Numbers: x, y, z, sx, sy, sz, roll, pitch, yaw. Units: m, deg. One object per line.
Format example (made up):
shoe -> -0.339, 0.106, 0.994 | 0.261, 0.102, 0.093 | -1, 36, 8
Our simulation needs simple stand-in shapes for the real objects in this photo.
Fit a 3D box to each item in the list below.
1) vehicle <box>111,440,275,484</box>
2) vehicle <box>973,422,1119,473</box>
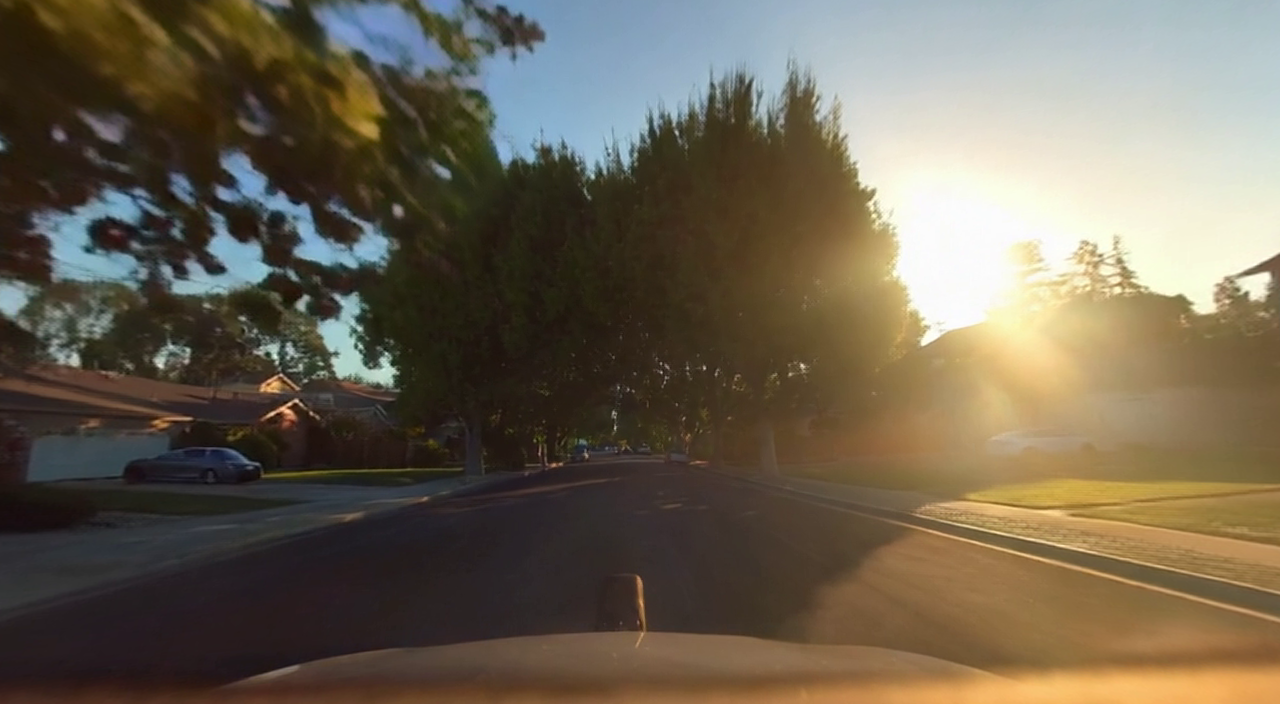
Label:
vehicle -> -16.032, 3.970, 22.768 | 4.351, 1.474, 2.015 | 0, -9, -2
vehicle -> 15.129, 3.558, 23.523 | 4.468, 1.728, 2.135 | 3, -9, -19
